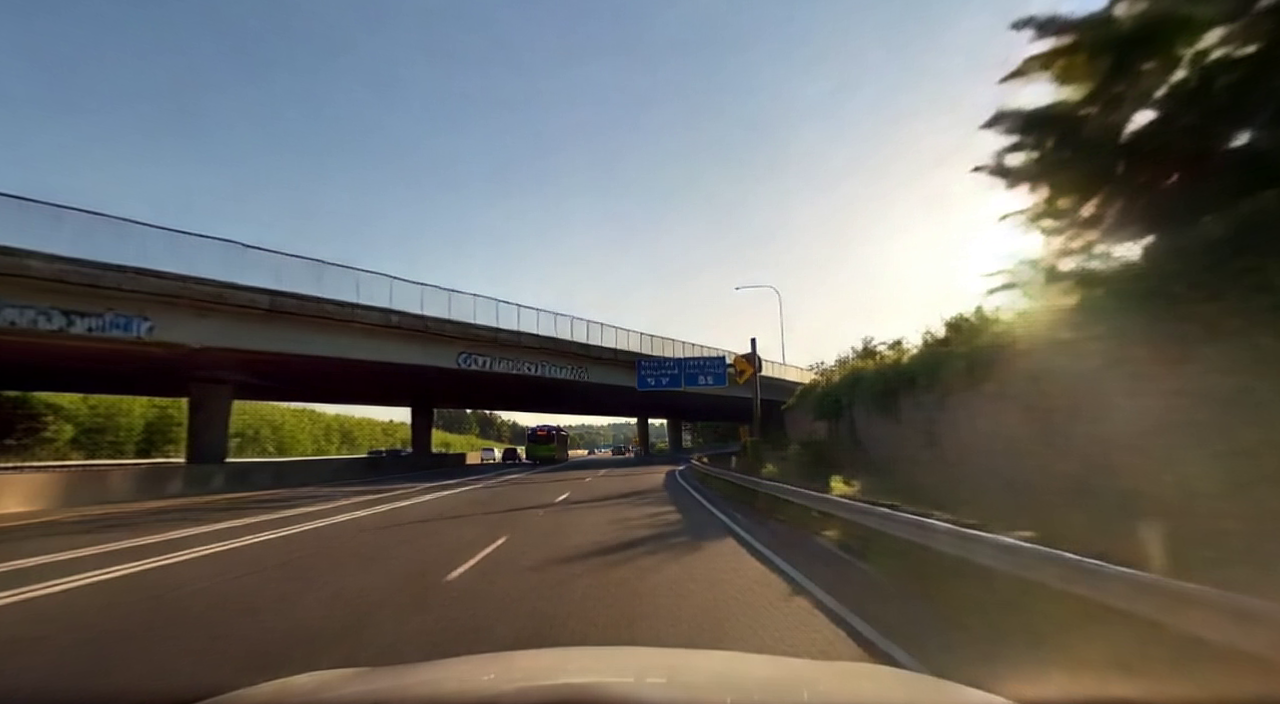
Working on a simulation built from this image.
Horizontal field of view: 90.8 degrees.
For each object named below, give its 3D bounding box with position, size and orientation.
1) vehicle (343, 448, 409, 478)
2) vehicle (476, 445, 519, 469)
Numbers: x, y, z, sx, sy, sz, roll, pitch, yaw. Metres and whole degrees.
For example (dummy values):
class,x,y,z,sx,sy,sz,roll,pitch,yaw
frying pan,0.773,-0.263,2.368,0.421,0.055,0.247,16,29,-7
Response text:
class,x,y,z,sx,sy,sz,roll,pitch,yaw
vehicle,-14.146,5.928,34.030,1.878,1.470,3.825,0,-9,0
vehicle,-9.998,7.382,44.563,1.979,1.600,4.516,0,-9,1
